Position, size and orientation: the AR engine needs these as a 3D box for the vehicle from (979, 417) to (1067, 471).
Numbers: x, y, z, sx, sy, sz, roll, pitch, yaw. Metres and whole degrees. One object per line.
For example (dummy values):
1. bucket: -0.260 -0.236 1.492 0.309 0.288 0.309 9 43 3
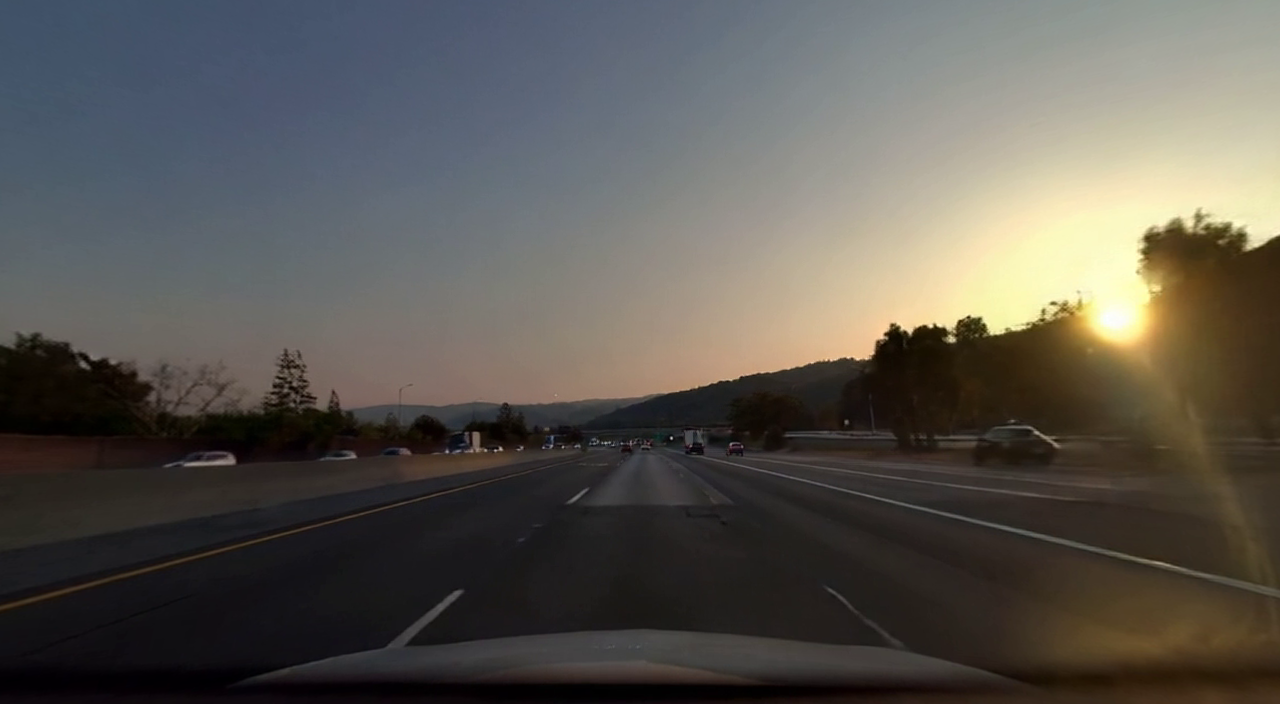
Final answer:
1. vehicle: 20.262 4.905 33.611 2.233 2.695 3.871 -1 -8 2

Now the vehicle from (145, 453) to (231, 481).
1. vehicle: -27.991 7.117 39.271 2.077 1.564 4.392 0 -8 0
